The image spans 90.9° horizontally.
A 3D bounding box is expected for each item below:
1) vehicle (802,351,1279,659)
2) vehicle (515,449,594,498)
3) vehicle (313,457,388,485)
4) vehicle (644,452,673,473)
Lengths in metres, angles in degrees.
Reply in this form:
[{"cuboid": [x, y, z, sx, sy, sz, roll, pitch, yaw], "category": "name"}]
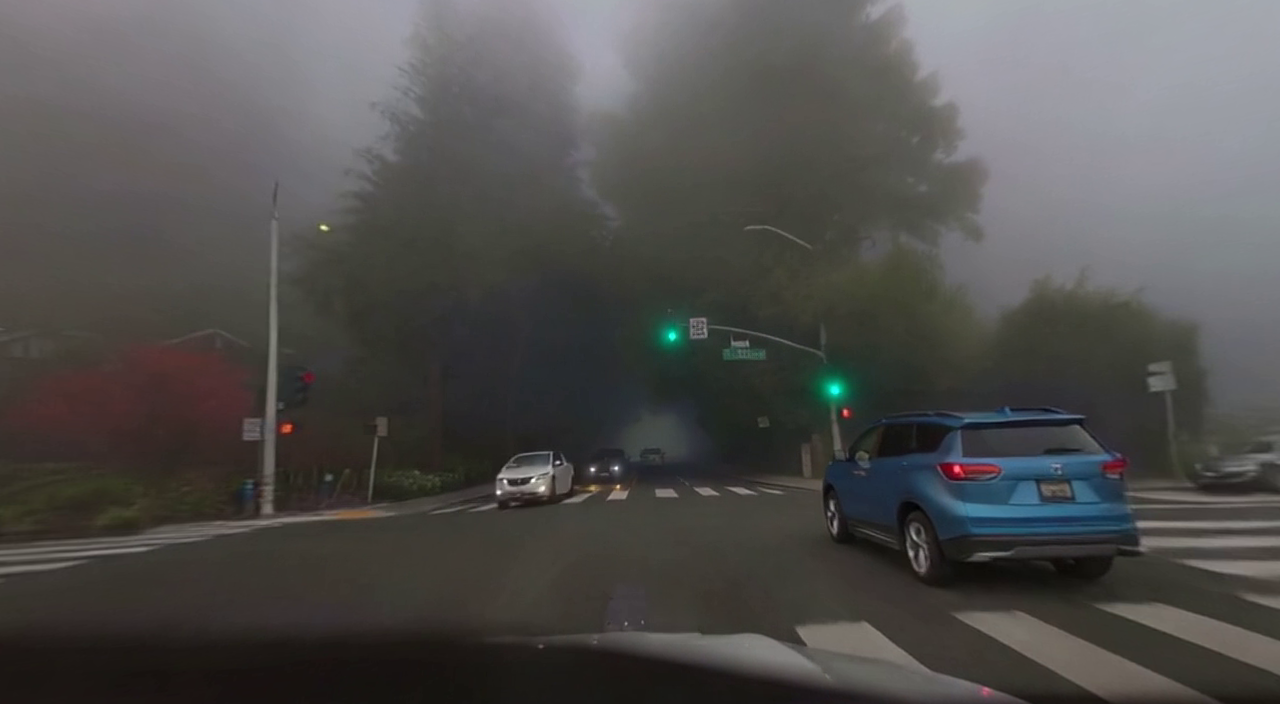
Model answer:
[{"cuboid": [3.303, 1.279, 6.316, 2.130, 1.863, 4.844, 0, -8, 1], "category": "vehicle"}, {"cuboid": [-2.852, 4.168, 22.102, 2.170, 1.513, 4.270, 0, -8, 0], "category": "vehicle"}, {"cuboid": [-20.064, 8.269, 43.807, 4.134, 1.655, 2.225, -1, -6, -2], "category": "vehicle"}, {"cuboid": [1.333, 8.208, 47.030, 2.097, 1.463, 4.043, 0, -8, 0], "category": "vehicle"}]
